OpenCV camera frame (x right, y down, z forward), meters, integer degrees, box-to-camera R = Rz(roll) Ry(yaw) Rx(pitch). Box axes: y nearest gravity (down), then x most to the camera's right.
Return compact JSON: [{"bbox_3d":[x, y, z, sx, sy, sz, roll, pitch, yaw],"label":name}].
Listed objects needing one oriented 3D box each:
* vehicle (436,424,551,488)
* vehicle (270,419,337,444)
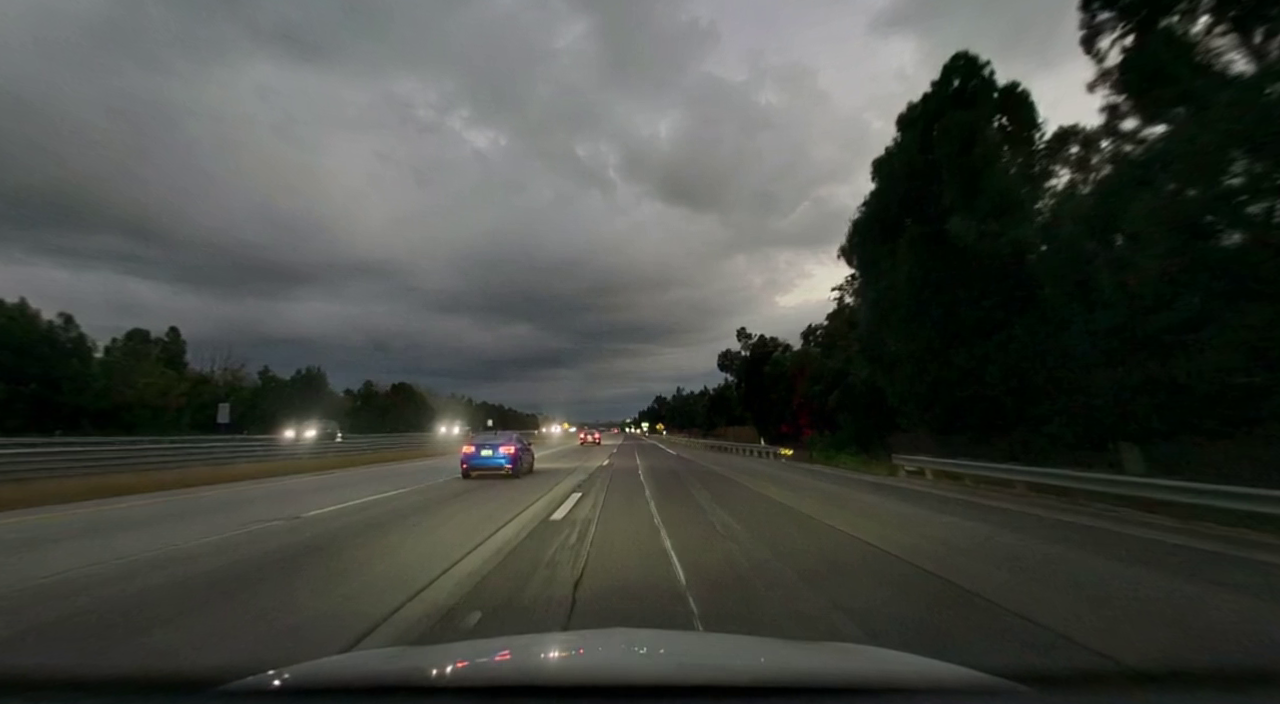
[{"bbox_3d":[-3.640,2.665,16.546,1.977,1.443,4.225,0,-8,0],"label":"vehicle"},{"bbox_3d":[-21.624,5.158,40.736,2.034,1.506,4.253,0,-8,-1],"label":"vehicle"}]
